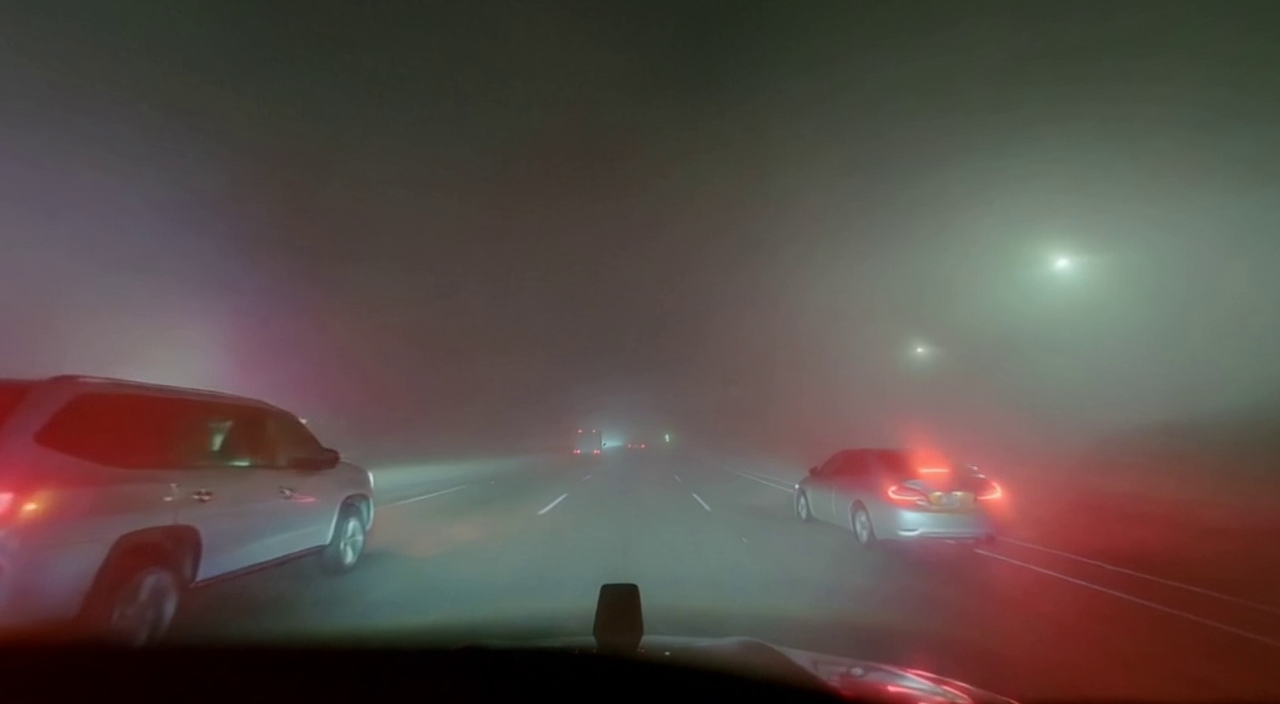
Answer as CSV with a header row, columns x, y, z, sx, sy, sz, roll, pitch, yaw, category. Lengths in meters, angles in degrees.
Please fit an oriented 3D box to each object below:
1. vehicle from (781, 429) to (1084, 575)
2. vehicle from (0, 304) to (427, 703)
x,y,z,sx,sy,sz,roll,pitch,yaw,category
3.664,1.973,9.195,2.047,1.532,4.884,1,-9,0,vehicle
-3.783,1.063,4.804,2.285,1.853,5.564,0,-9,1,vehicle
